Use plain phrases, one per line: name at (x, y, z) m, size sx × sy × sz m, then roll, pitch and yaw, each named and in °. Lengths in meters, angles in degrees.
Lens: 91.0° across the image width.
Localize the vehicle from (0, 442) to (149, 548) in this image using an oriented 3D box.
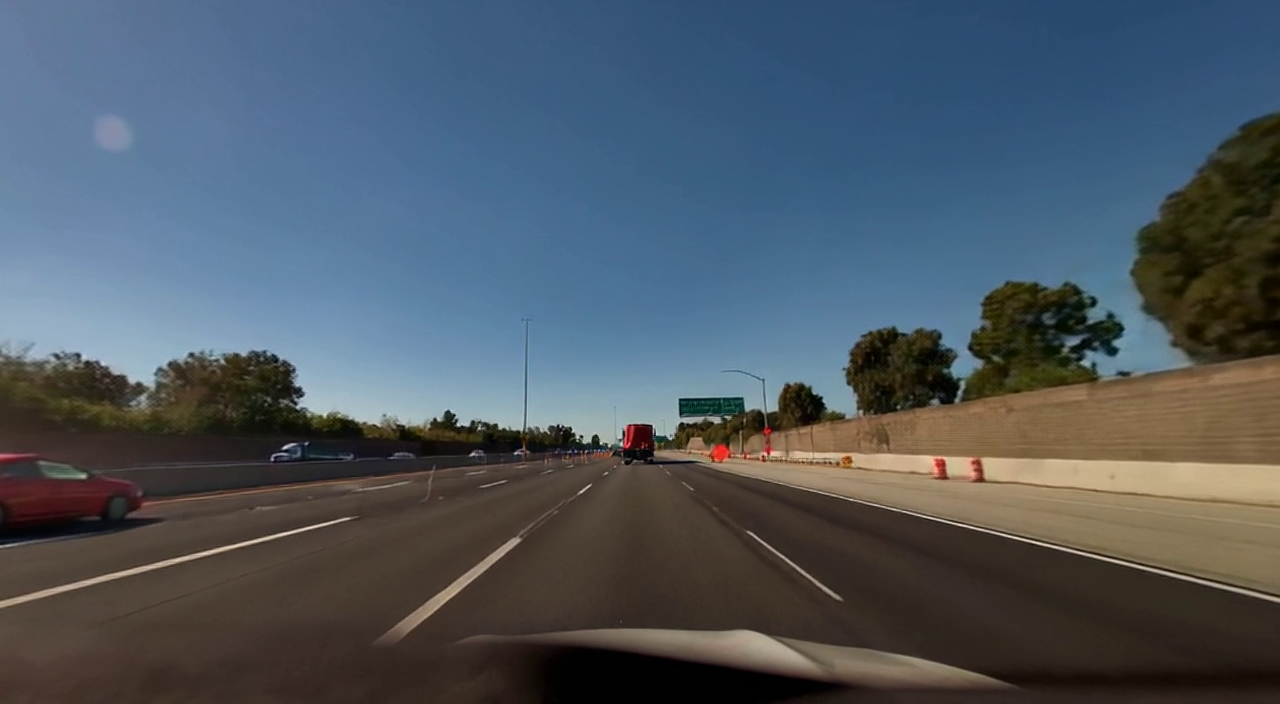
vehicle at (-10.396, 2.122, 9.411) m, size 2.096 × 1.538 × 4.998 m, roll 0°, pitch -9°, yaw 0°
